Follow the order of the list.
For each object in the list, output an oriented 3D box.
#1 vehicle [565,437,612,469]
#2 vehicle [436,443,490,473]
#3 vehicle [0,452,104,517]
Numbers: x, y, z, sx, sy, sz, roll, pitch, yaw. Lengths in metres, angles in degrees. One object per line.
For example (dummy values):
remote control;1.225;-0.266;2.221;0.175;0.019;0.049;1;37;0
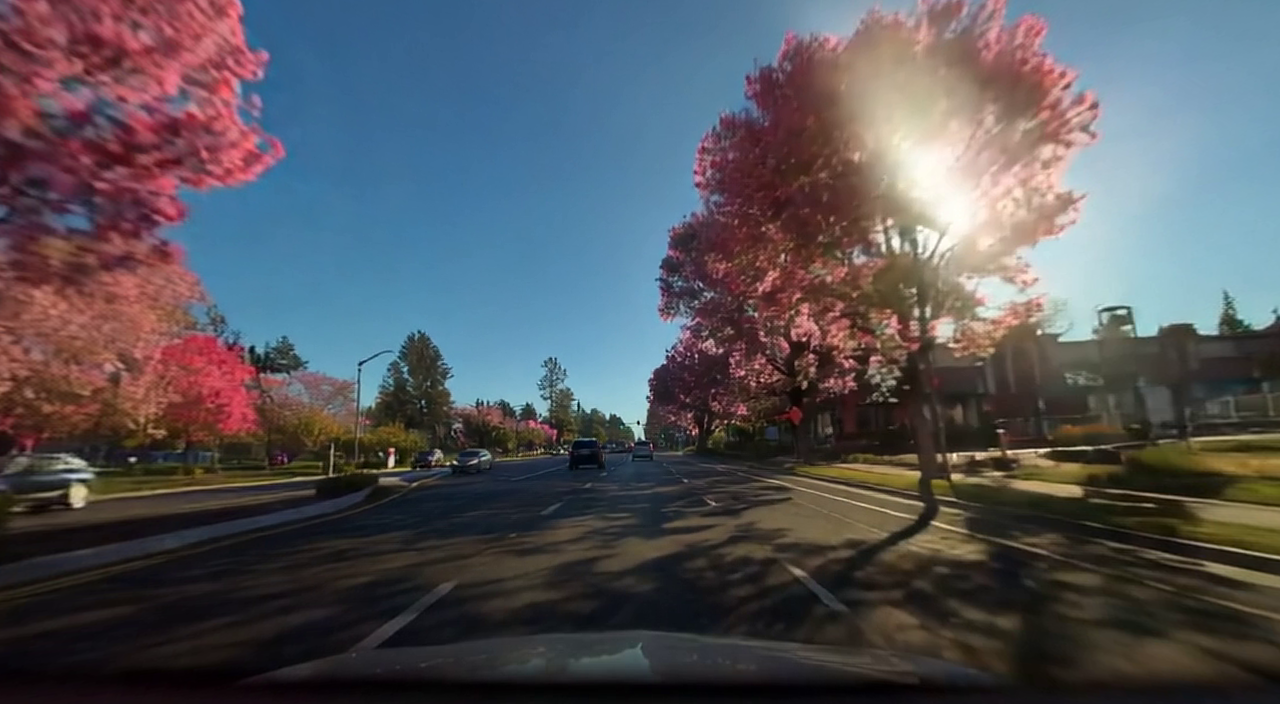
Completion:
vehicle;-3.155;6.366;39.769;2.453;1.844;4.751;0;-8;1
vehicle;-11.411;6.840;40.869;2.049;1.797;4.679;0;-8;1
vehicle;-18.273;3.716;17.754;2.111;1.702;4.543;0;-8;1
